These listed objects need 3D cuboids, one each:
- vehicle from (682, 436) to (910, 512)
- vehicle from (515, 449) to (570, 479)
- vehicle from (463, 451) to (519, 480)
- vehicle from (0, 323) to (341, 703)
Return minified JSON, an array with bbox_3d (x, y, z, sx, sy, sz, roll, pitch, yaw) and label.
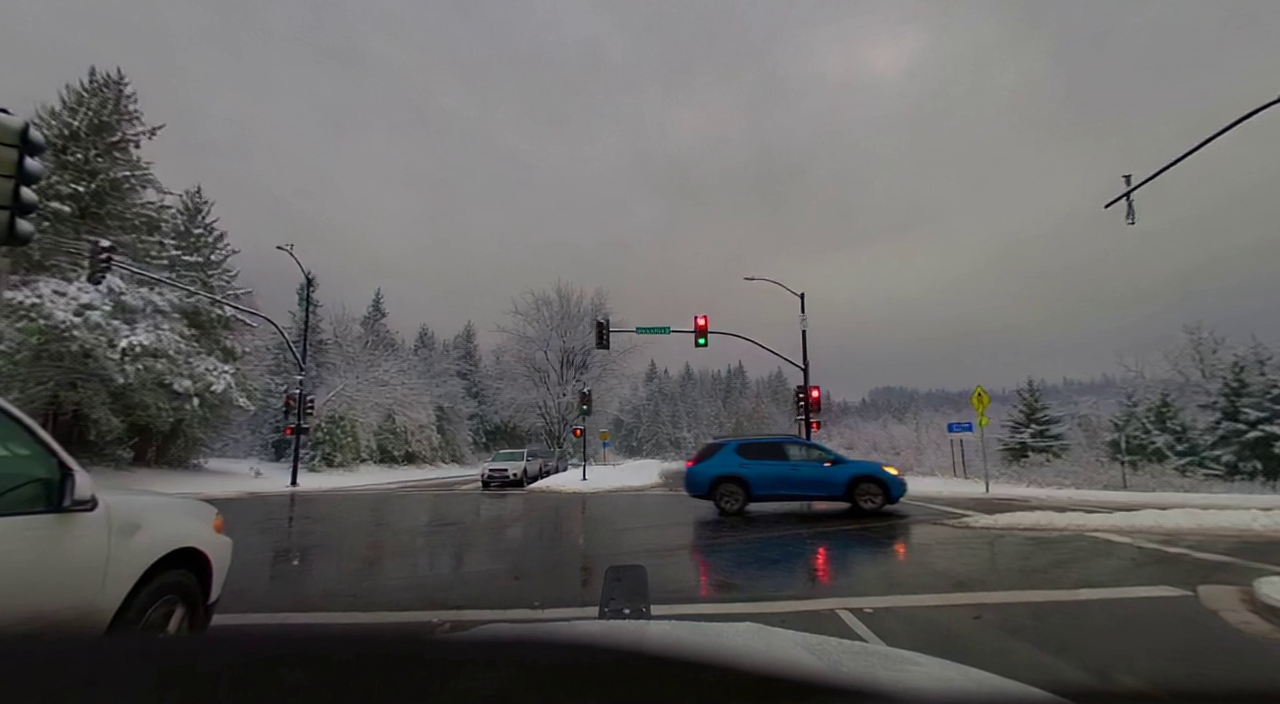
[{"bbox_3d":[3.163,2.584,13.540,4.404,1.486,1.841,0,-8,0],"label":"vehicle"},{"bbox_3d":[-5.252,6.083,34.510,2.107,1.456,4.728,0,-8,2],"label":"vehicle"},{"bbox_3d":[-8.064,6.170,34.448,1.960,1.433,4.213,0,-8,1],"label":"vehicle"},{"bbox_3d":[-3.446,0.814,2.474,2.242,1.761,4.505,0,-8,1],"label":"vehicle"}]
